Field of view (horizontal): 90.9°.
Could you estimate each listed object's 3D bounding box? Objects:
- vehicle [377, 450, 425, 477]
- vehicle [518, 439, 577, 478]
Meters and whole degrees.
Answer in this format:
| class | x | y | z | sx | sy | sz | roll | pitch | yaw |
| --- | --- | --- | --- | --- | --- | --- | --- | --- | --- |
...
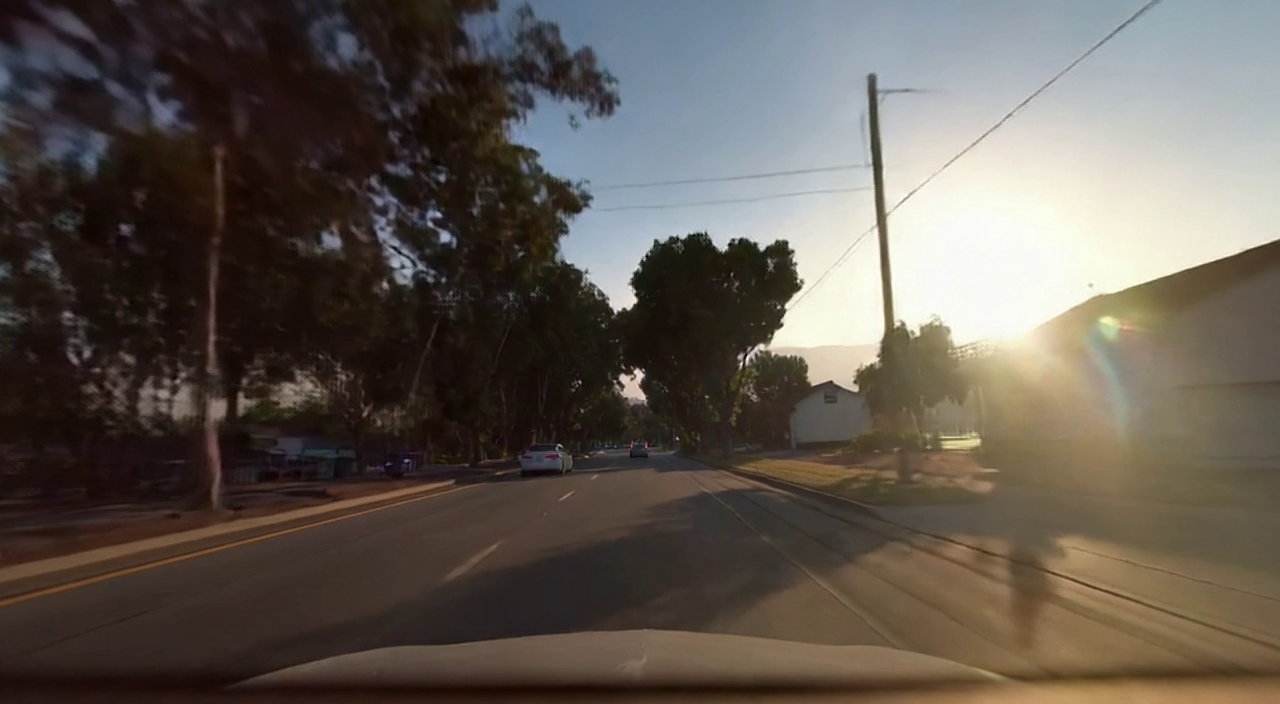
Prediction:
| class | x | y | z | sx | sy | sz | roll | pitch | yaw |
| --- | --- | --- | --- | --- | --- | --- | --- | --- | --- |
| vehicle | -15.890 | 7.402 | 42.093 | 1.783 | 1.610 | 3.836 | 0 | -8 | -1 |
| vehicle | -4.056 | 4.739 | 28.321 | 1.914 | 1.630 | 4.351 | 0 | -8 | 1 |
